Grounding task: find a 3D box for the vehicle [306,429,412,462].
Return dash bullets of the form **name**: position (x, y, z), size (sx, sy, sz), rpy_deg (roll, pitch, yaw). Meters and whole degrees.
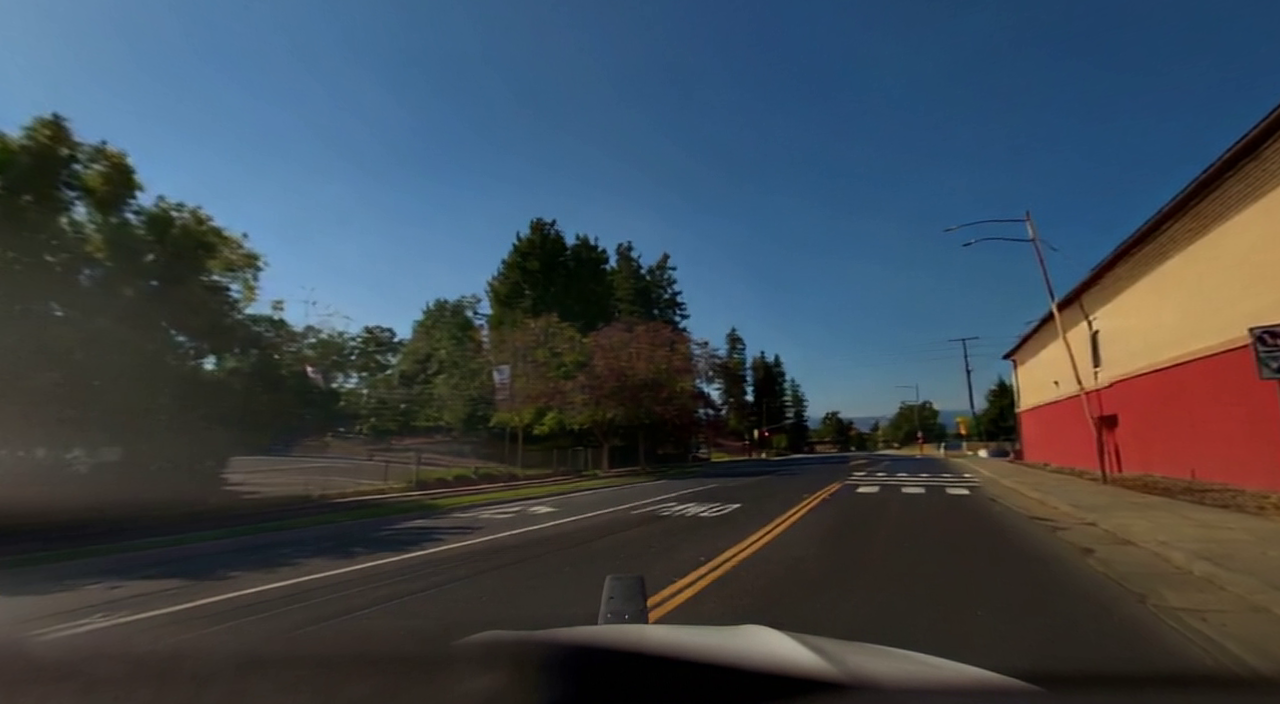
- **vehicle**: position (-15.278, 5.092, 34.282), size (5.035, 1.666, 2.449), rpy_deg (-4, -9, 25)
